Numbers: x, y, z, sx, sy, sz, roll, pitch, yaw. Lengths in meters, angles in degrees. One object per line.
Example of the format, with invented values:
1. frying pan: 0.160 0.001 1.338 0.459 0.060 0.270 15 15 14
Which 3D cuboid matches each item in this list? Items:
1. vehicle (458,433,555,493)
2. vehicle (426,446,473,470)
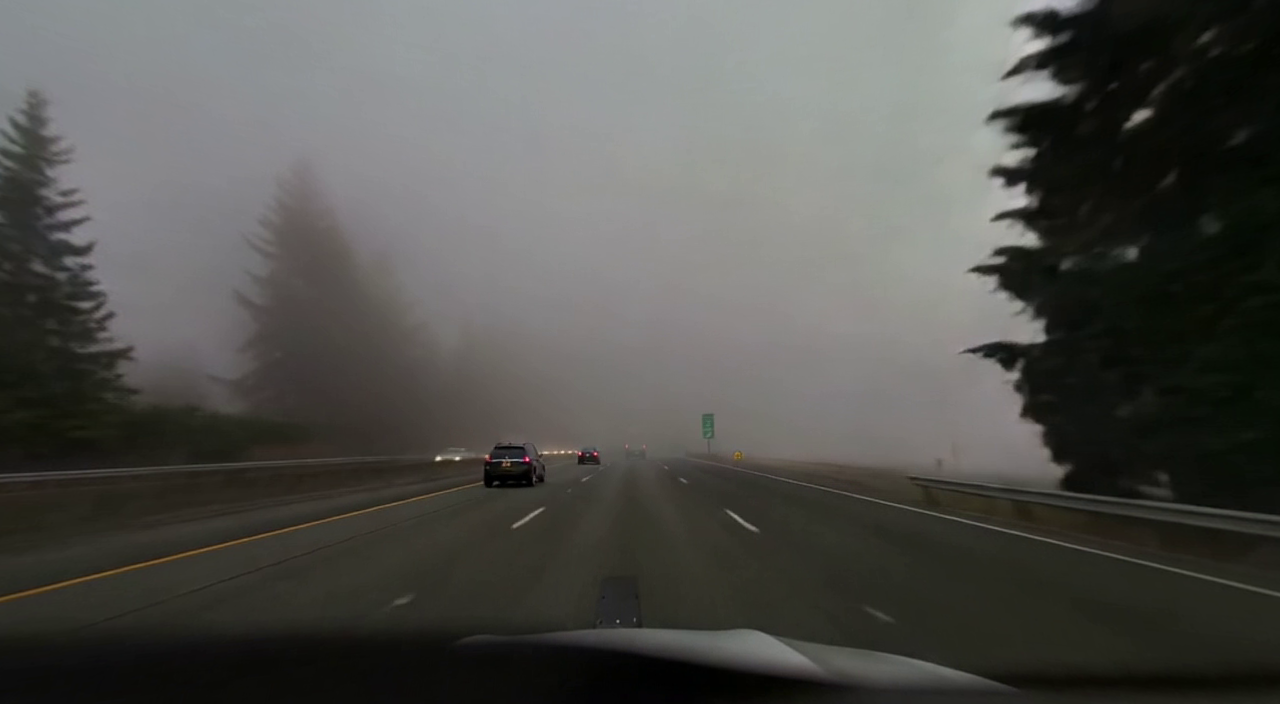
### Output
1. vehicle: -4.108 3.484 20.021 2.151 1.693 4.201 0 -9 0
2. vehicle: -13.310 7.426 44.078 1.955 1.557 4.567 -1 -9 -1
